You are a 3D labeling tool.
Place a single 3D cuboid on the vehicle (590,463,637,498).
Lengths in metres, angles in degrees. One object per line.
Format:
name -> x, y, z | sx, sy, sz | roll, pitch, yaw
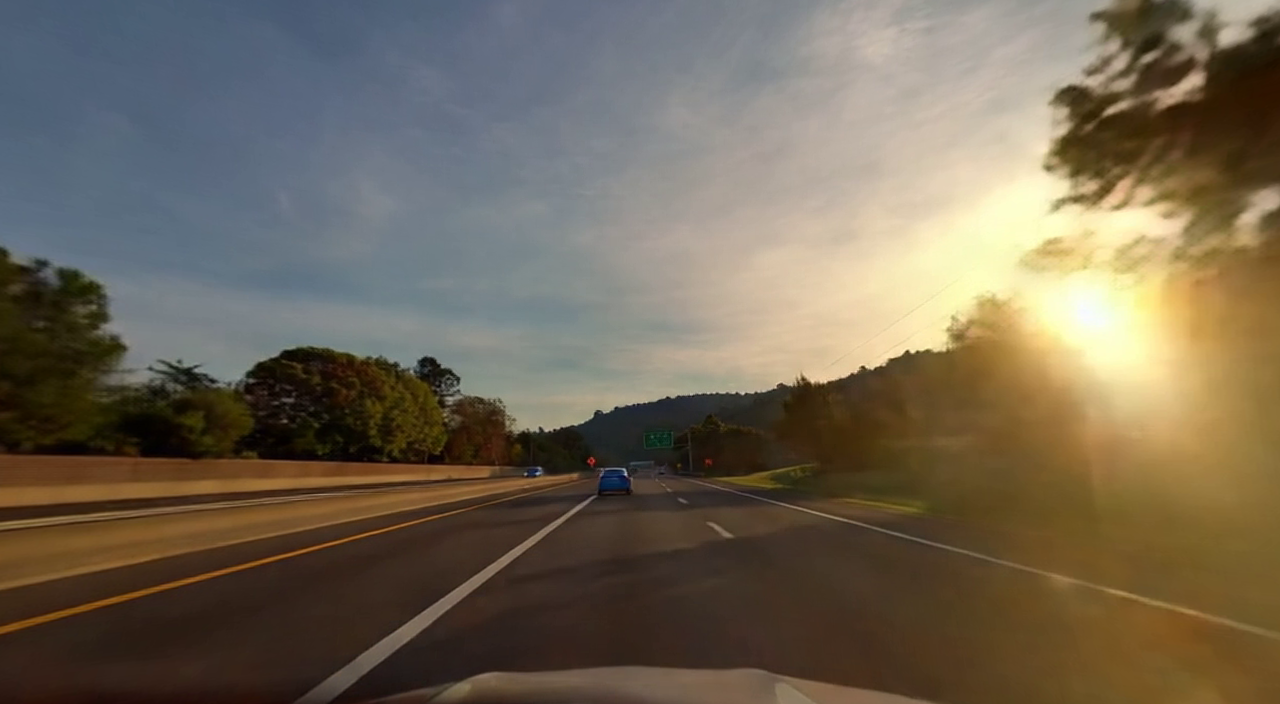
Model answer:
vehicle -> -1.218, 6.256, 30.911 | 2.016, 1.530, 4.009 | 1, -10, 1
